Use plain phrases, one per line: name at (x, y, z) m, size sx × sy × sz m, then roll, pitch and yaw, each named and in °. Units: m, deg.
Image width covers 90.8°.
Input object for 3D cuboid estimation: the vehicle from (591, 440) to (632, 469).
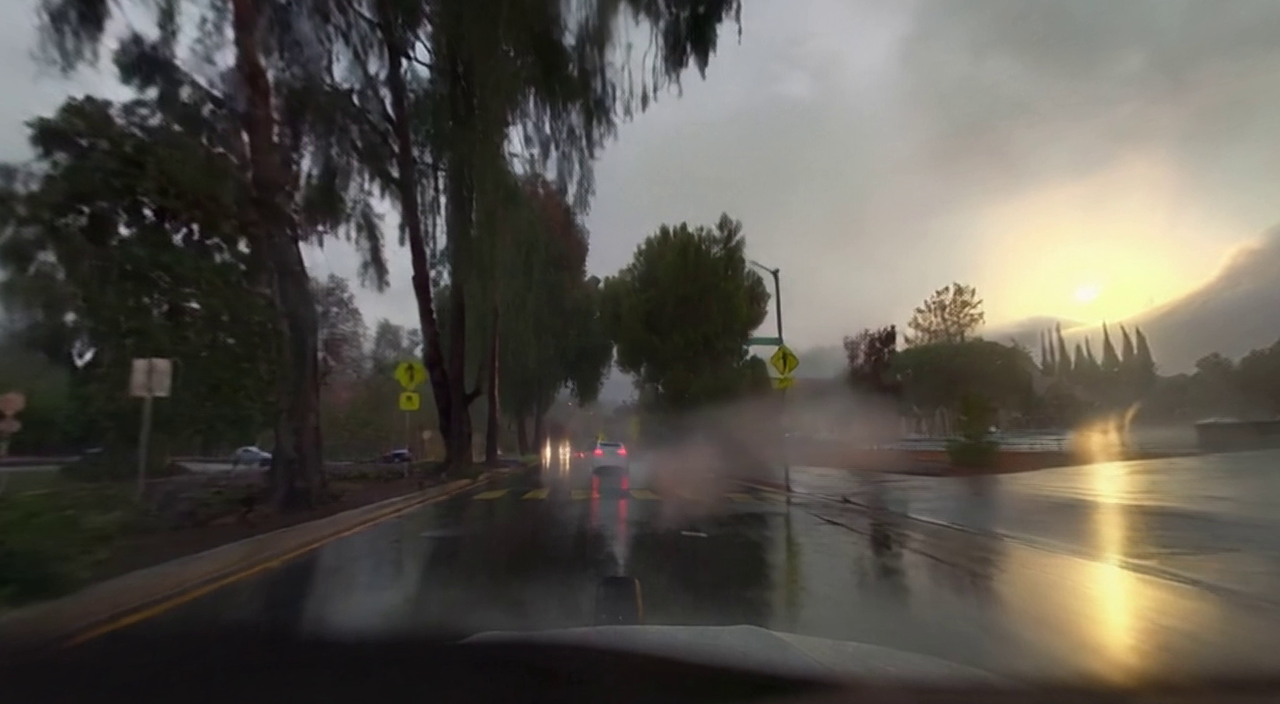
vehicle at (-1.661, 5.728, 35.596) m, size 2.142 × 1.501 × 4.273 m, roll 1°, pitch -8°, yaw -5°
